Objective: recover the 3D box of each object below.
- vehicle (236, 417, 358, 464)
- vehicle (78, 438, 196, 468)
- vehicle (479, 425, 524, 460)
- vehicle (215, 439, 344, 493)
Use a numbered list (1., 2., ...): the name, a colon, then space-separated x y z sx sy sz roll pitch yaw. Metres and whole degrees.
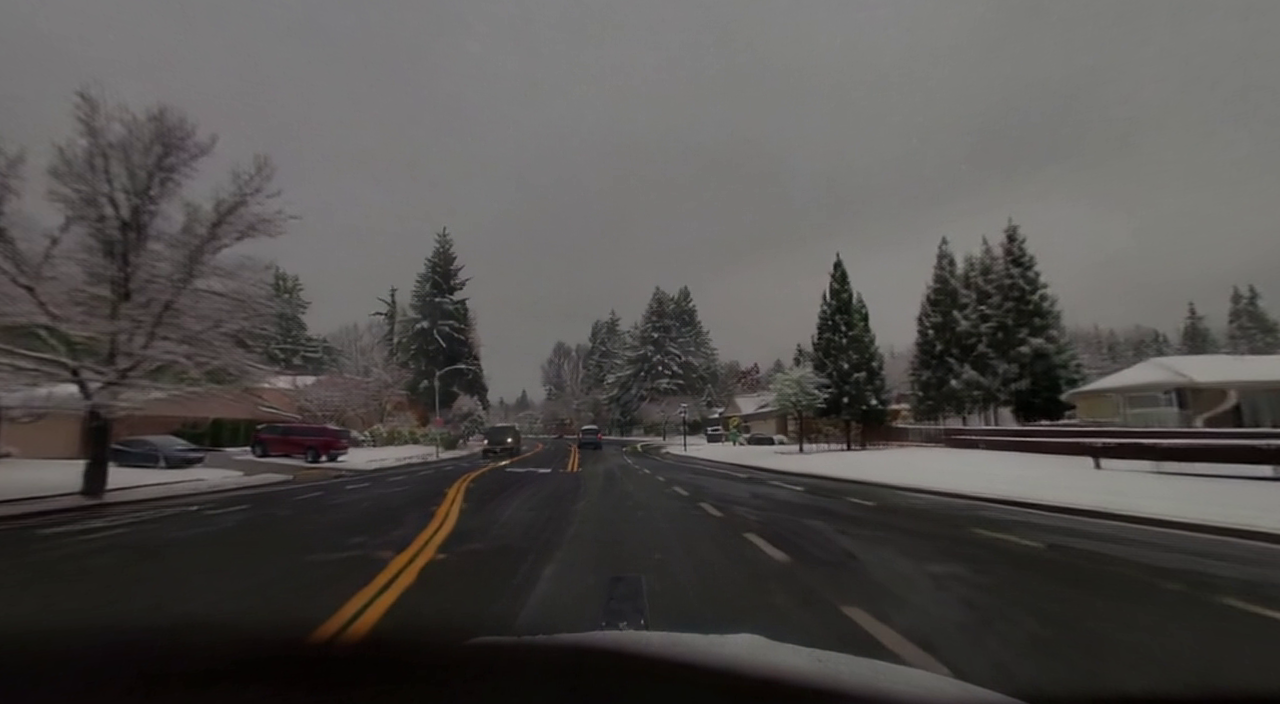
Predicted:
1. vehicle: -21.426 5.533 39.532 6.474 2.781 2.364 -1 -8 9
2. vehicle: -25.347 5.093 31.872 4.450 1.482 1.948 -1 -8 5
3. vehicle: -8.693 5.730 40.005 2.281 2.069 4.797 1 -8 -7
4. vehicle: -12.348 3.877 21.952 1.881 1.655 4.177 -1 -8 2
